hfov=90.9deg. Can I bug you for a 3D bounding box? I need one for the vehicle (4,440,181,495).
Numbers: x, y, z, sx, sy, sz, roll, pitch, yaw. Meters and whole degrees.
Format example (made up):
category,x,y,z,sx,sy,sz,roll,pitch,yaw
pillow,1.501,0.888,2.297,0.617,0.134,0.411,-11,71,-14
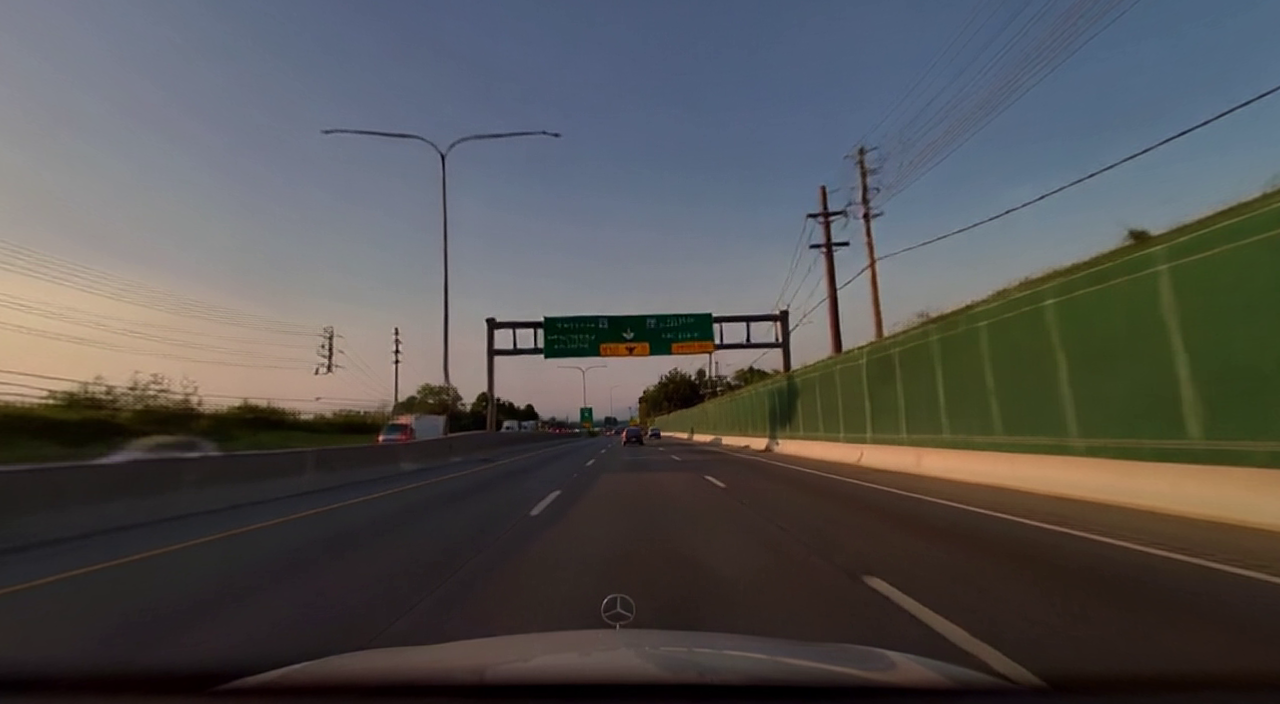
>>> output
category,x,y,z,sx,sy,sz,roll,pitch,yaw
vehicle,-16.327,3.409,19.100,1.850,1.447,3.945,0,-8,-1
